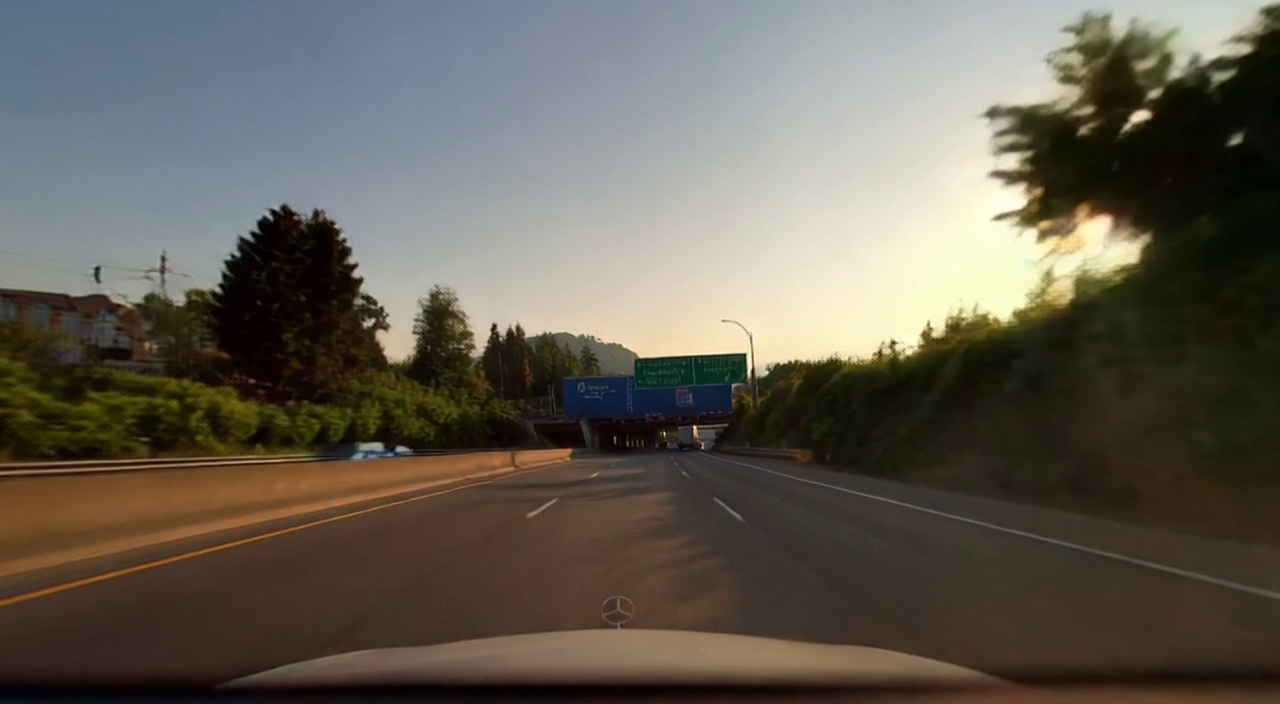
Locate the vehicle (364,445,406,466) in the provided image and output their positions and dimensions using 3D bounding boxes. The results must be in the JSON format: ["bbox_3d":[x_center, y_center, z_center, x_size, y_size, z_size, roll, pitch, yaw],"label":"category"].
[{"bbox_3d":[-20.116,8.184,49.861,1.725,1.504,3.718,0,-8,1],"label":"vehicle"}]

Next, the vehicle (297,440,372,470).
[{"bbox_3d":[-16.354,5.499,33.978,1.897,1.494,4.215,0,-8,1],"label":"vehicle"}]
